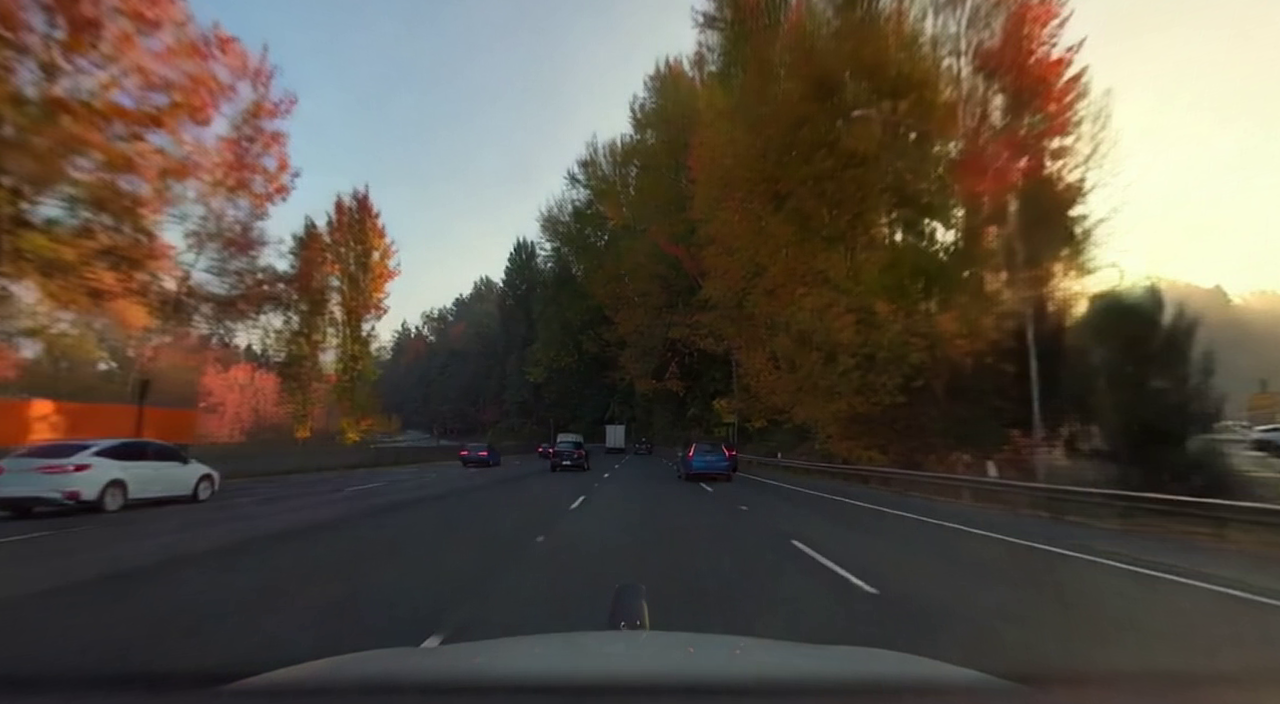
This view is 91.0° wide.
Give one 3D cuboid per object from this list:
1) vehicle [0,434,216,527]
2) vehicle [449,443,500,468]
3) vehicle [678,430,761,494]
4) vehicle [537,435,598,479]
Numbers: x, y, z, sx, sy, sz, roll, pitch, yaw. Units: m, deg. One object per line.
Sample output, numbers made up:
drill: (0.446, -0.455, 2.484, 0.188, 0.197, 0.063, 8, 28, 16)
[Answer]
vehicle: (-10.985, 2.451, 12.617, 1.919, 1.509, 4.265, 0, -9, 1)
vehicle: (-10.730, 6.756, 41.183, 2.006, 1.509, 4.634, 0, -9, 1)
vehicle: (2.341, 3.426, 19.870, 2.101, 1.742, 4.495, 0, -9, 1)
vehicle: (-3.095, 4.614, 27.857, 2.111, 1.742, 4.315, 0, -9, 1)
